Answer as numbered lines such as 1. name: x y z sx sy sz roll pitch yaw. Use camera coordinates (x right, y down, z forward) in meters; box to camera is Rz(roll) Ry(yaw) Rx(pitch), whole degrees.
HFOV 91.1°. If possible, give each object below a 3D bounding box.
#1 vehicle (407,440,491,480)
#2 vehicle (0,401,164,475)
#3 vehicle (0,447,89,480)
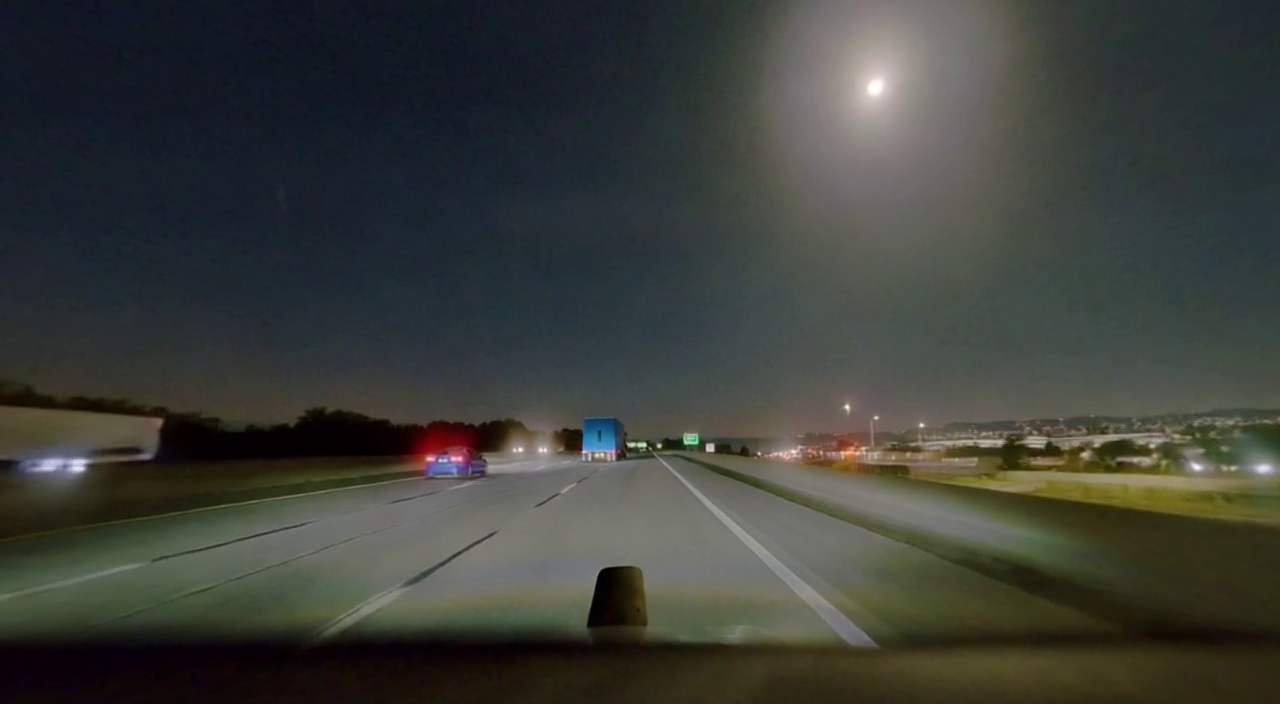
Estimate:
1. vehicle: -7.718 4.385 25.895 1.901 1.467 4.629 0 -8 1
2. vehicle: -36.565 5.174 37.678 2.874 4.045 16.491 0 -8 1
3. vehicle: -32.217 5.852 33.231 1.814 1.504 4.686 0 -8 0
